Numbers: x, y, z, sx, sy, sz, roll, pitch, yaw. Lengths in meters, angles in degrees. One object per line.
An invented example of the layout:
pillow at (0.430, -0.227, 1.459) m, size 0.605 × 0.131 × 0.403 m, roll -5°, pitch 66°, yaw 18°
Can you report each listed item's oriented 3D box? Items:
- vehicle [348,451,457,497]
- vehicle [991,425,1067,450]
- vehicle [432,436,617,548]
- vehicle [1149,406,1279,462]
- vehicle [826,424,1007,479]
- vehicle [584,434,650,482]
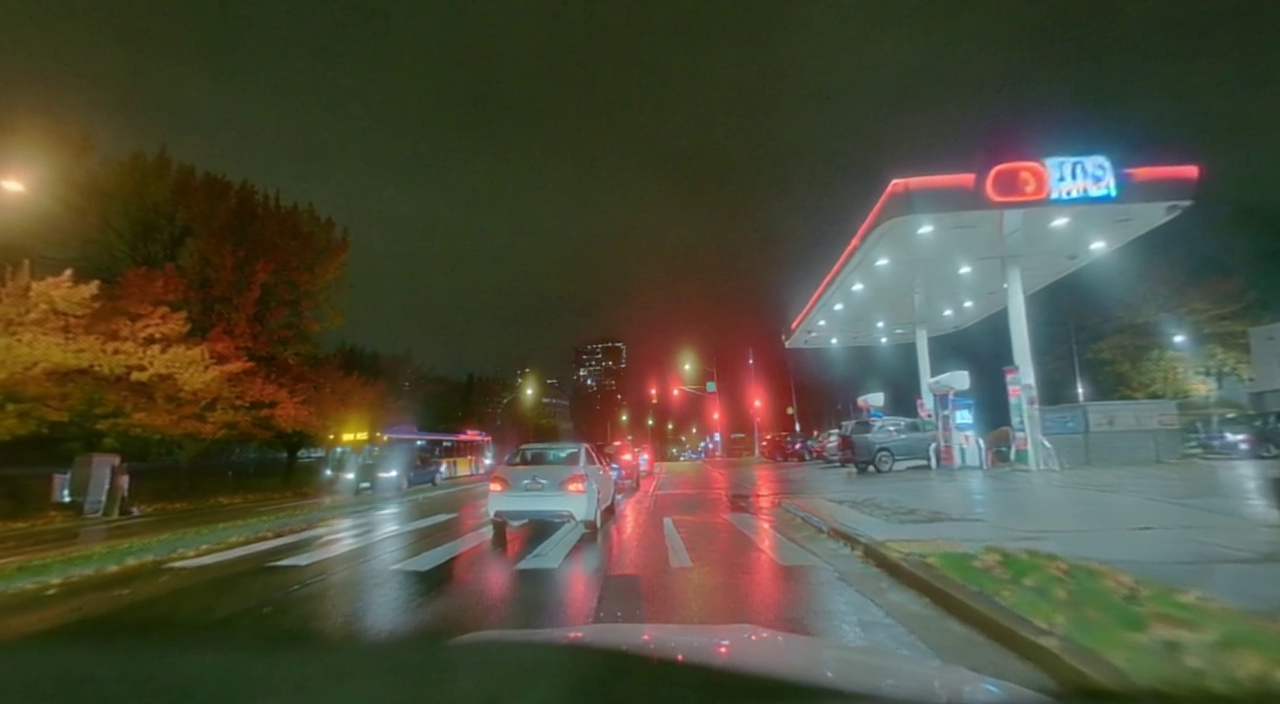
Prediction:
vehicle at (-9.276, 4.795, 25.077) m, size 2.054 × 1.599 × 5.178 m, roll -1°, pitch -9°, yaw 3°
vehicle at (26.403, 5.803, 42.602) m, size 3.847 × 1.490 × 1.883 m, roll -1°, pitch -8°, yaw -5°
vehicle at (-1.662, 2.227, 10.638) m, size 2.092 × 1.507 × 4.078 m, roll -1°, pitch -9°, yaw 4°
vehicle at (17.764, 2.394, 18.191) m, size 4.064 × 1.507 × 2.078 m, roll -1°, pitch -9°, yaw 3°
vehicle at (8.899, 3.247, 20.598) m, size 4.894 × 1.451 × 2.089 m, roll -4°, pitch -8°, yaw 3°
vehicle at (-0.815, 4.226, 25.152) m, size 2.365 × 1.751 × 3.904 m, roll -1°, pitch -9°, yaw 2°
